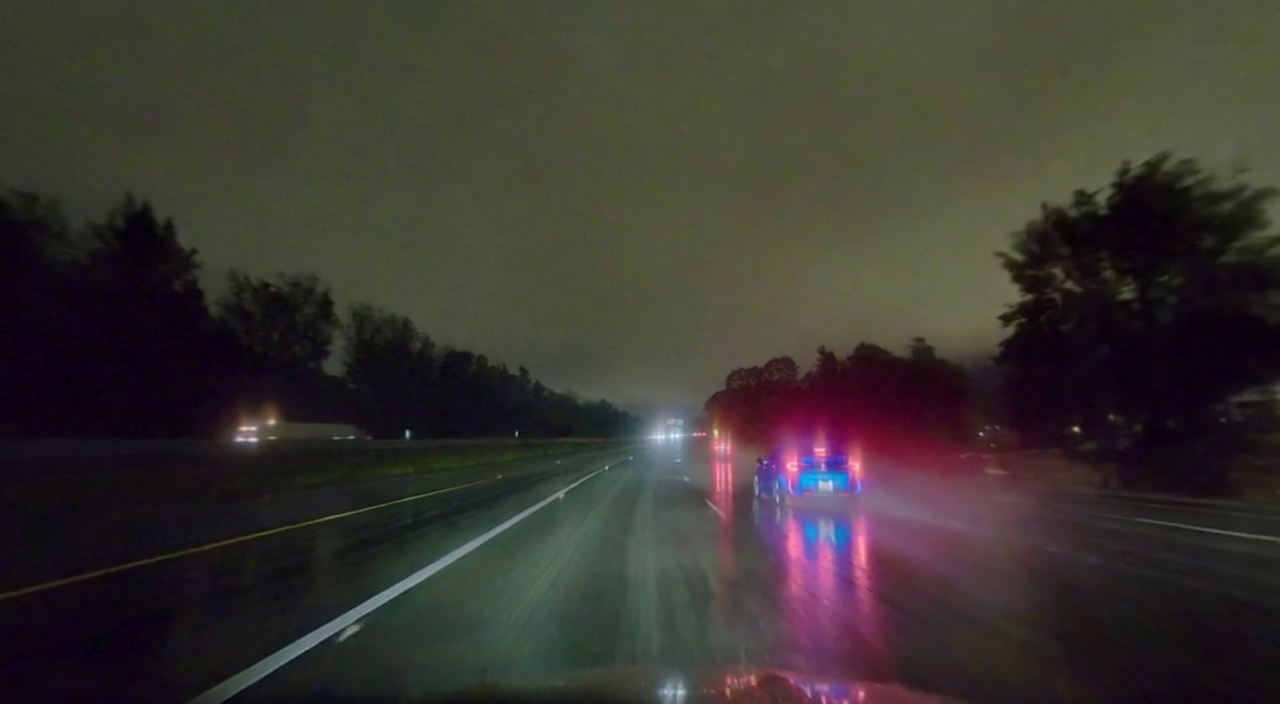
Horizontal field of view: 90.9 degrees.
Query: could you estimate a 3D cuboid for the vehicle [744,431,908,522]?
[{"bbox_3d":[3.584,2.474,13.133,2.050,1.546,4.344,0,-8,-1],"label":"vehicle"}]
